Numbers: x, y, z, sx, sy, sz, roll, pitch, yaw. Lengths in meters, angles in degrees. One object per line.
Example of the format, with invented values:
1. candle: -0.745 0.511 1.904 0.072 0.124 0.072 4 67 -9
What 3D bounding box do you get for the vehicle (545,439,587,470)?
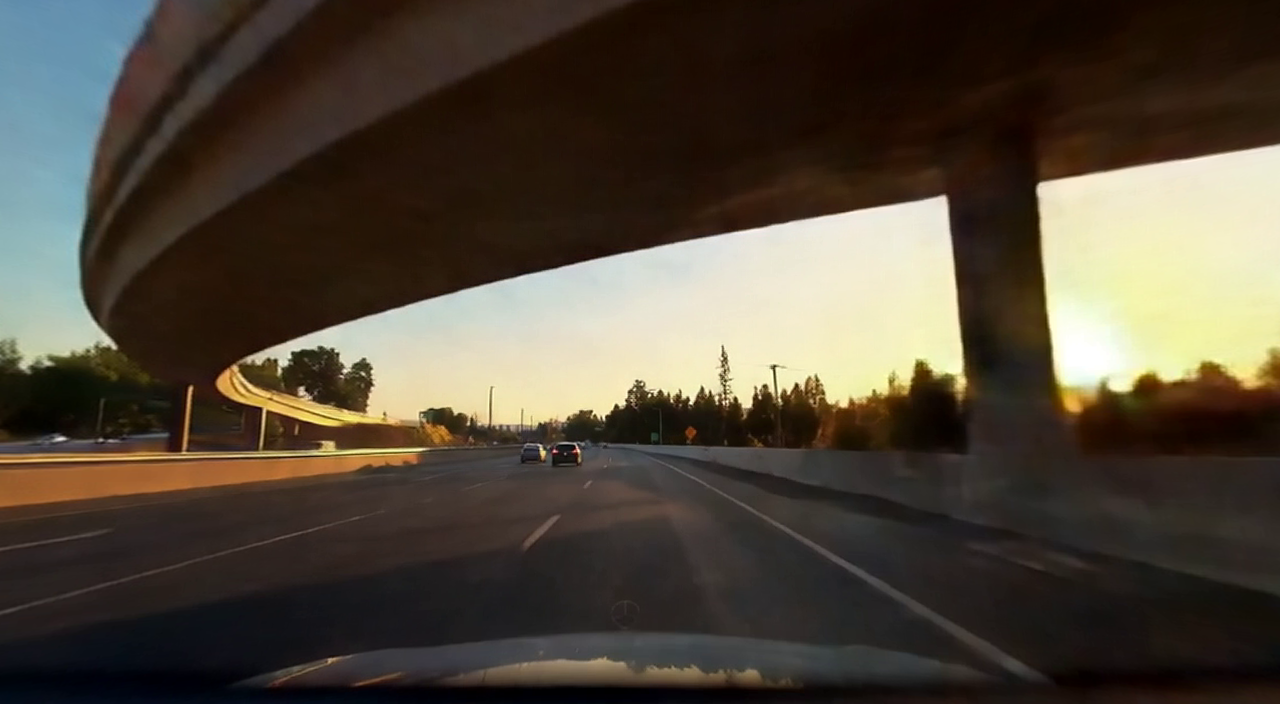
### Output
1. vehicle: -4.111 5.776 35.750 1.971 1.643 4.009 0 -8 -1
